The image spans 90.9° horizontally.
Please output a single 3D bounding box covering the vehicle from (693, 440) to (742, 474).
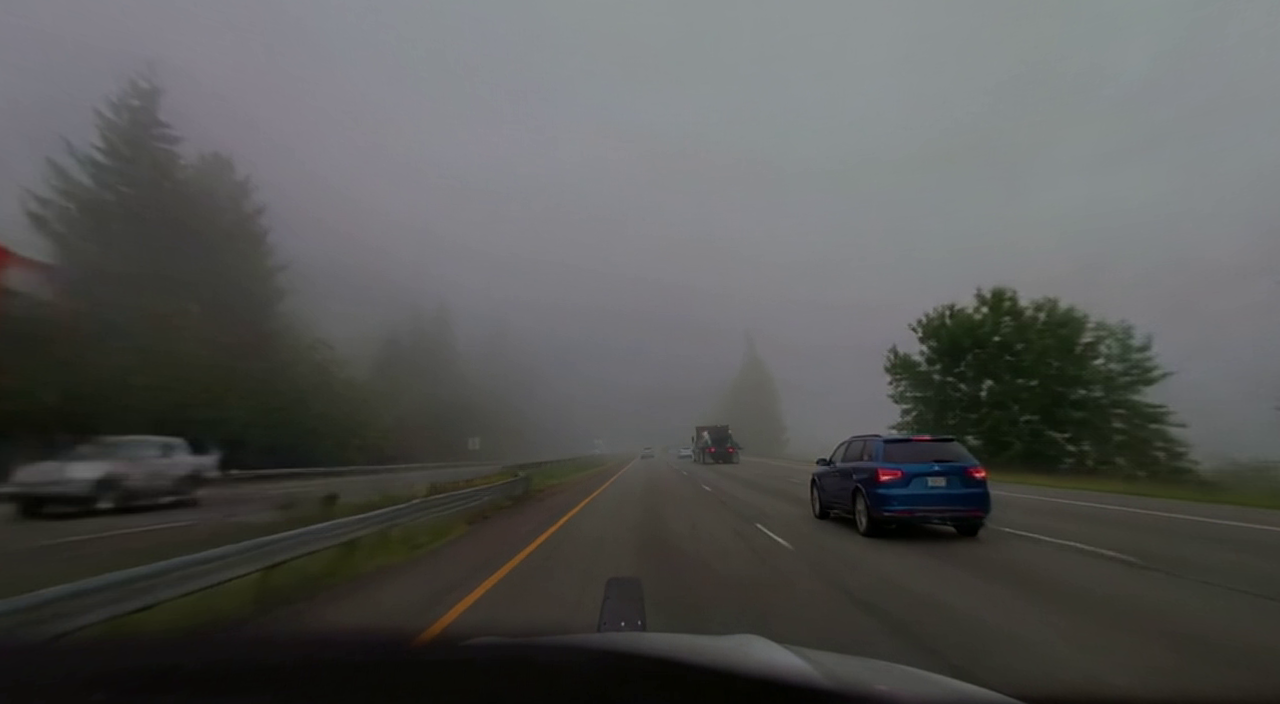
[{"bbox_3d":[4.084,5.622,33.832,2.022,1.658,4.132,0,-9,-1],"label":"vehicle"}]

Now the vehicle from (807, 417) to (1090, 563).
[{"bbox_3d":[3.996,1.857,9.119,2.005,1.604,4.002,0,-9,-1],"label":"vehicle"}]
